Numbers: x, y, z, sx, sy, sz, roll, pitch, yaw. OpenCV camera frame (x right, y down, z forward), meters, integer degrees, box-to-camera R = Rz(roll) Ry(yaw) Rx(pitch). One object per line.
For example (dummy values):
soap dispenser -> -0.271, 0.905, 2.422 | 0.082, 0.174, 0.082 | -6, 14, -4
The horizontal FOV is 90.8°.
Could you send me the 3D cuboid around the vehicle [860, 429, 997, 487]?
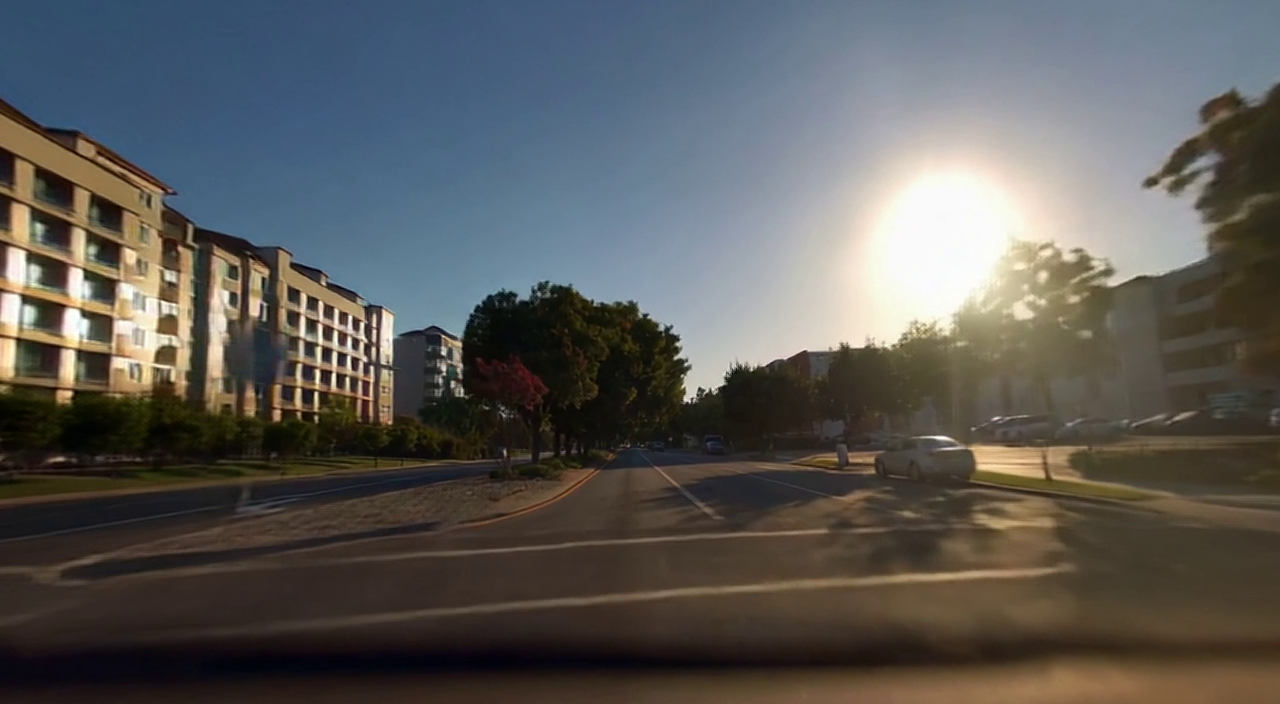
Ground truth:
vehicle -> 9.765, 3.633, 21.969 | 2.065, 1.732, 5.036 | 0, -8, -4
